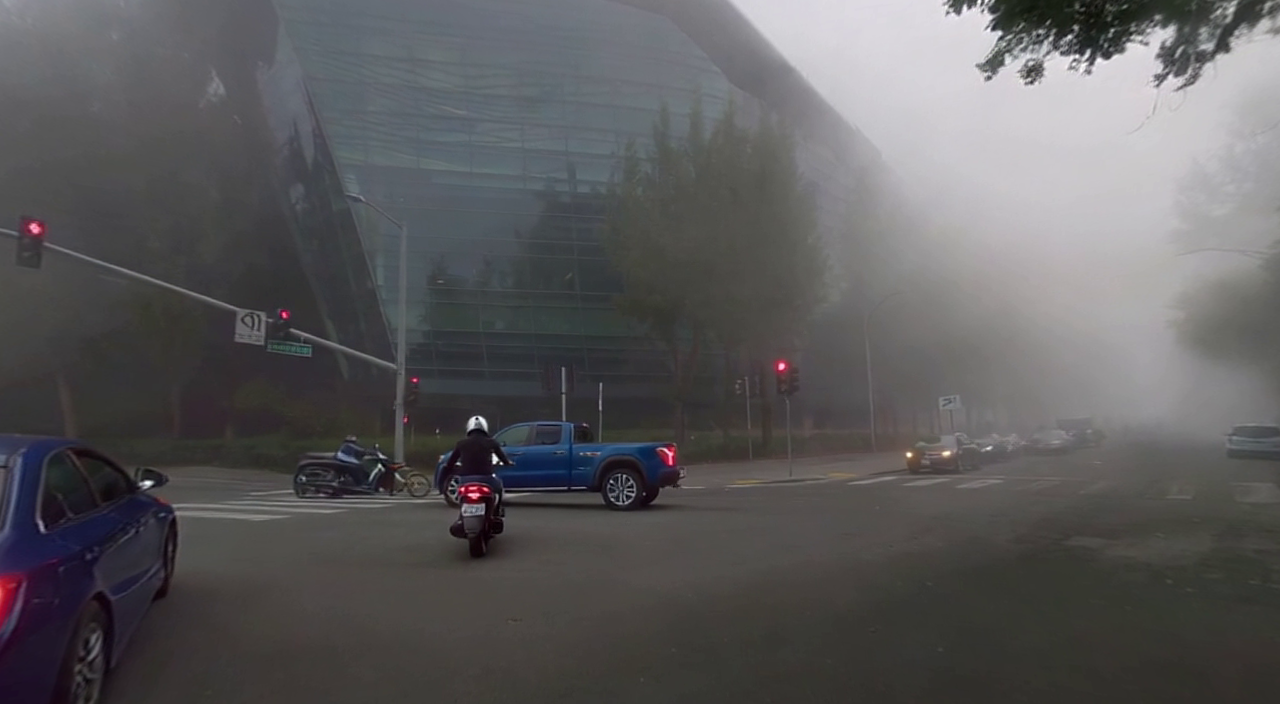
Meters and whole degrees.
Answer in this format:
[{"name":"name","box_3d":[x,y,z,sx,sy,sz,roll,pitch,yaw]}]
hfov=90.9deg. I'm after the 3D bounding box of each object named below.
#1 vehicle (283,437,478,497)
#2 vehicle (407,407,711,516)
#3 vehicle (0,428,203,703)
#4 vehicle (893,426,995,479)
[{"name":"vehicle","box_3d":[-6.841,3.063,16.925,4.401,1.480,1.864,-1,-8,4]},{"name":"vehicle","box_3d":[-1.683,2.238,13.346,5.833,1.960,2.341,2,-9,-15]},{"name":"vehicle","box_3d":[-4.504,1.314,4.432,2.009,1.450,4.182,6,-10,-37]},{"name":"vehicle","box_3d":[10.919,3.531,22.486,2.084,1.656,4.583,-7,-11,40]}]
